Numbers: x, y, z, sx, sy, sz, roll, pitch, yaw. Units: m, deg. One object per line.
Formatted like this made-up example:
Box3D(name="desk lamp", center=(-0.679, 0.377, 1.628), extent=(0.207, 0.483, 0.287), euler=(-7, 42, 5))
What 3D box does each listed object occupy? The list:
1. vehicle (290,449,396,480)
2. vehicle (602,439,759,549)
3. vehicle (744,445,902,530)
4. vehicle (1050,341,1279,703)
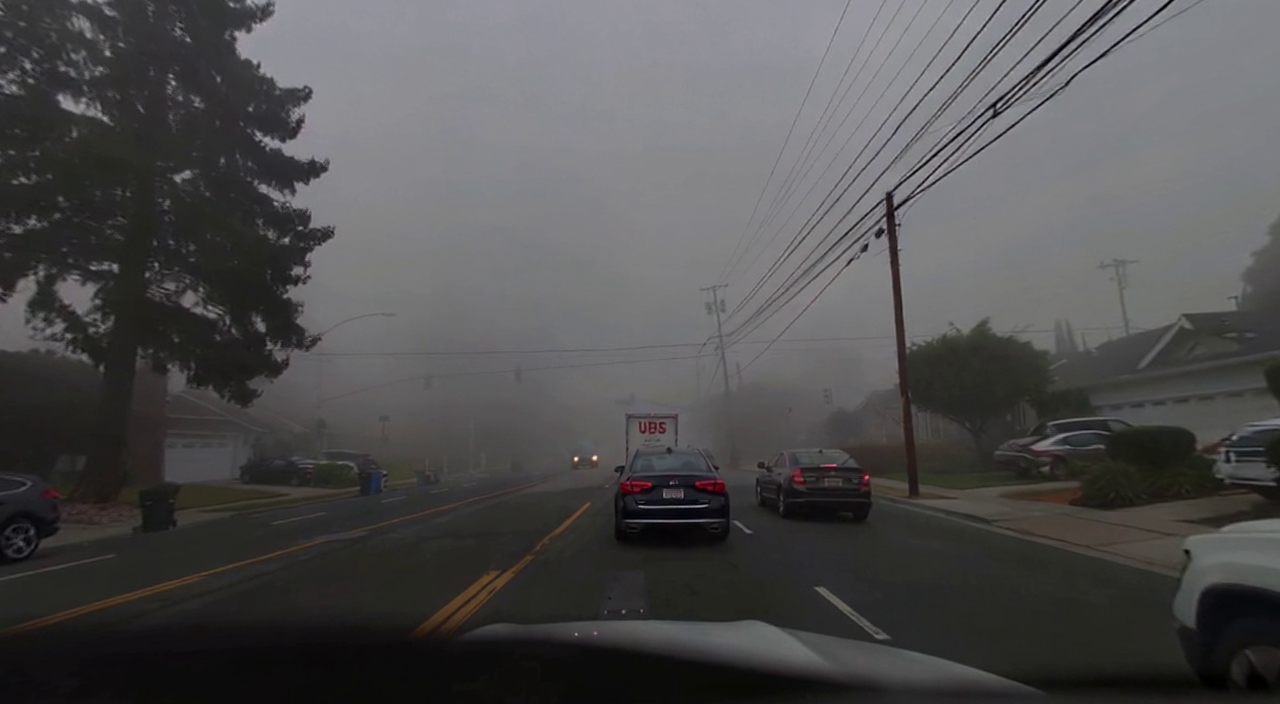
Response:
Box3D(name="vehicle", center=(-17.513, 6.631, 37.186), extent=(5.274, 1.793, 1.921), euler=(0, -9, 2))
Box3D(name="vehicle", center=(0.557, 2.299, 10.913), extent=(2.158, 1.499, 4.377), euler=(0, -9, 0))
Box3D(name="vehicle", center=(3.575, 2.714, 13.265), extent=(1.993, 1.479, 4.487), euler=(0, -9, 0))
Box3D(name="vehicle", center=(3.322, 0.643, 1.048), extent=(2.069, 1.722, 4.888), euler=(0, -9, 2))
